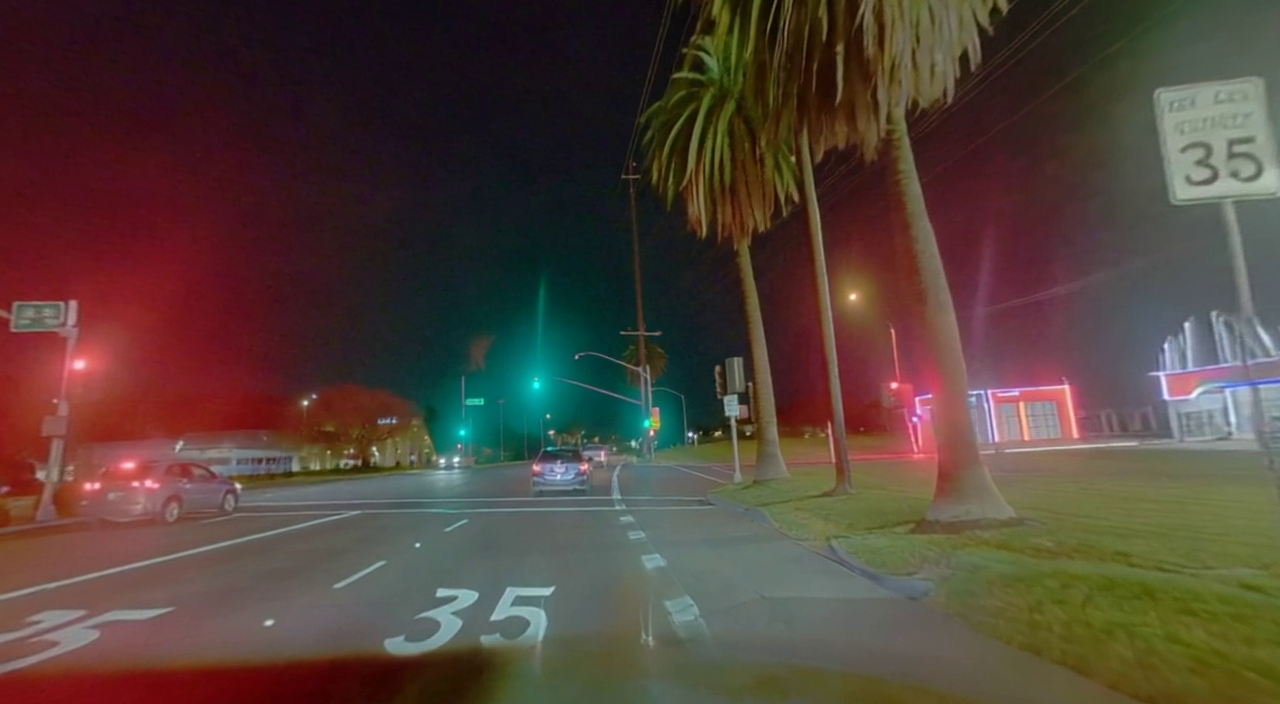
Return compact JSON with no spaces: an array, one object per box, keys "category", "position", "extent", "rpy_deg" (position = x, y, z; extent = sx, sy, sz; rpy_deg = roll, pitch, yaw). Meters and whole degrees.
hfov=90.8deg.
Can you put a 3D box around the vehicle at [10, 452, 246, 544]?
[{"category":"vehicle","position":[-12.147,3.415,15.570],"extent":[2.050,1.811,4.752],"rpy_deg":[0,-9,-4]}]

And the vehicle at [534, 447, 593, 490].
[{"category":"vehicle","position":[-2.867,4.457,24.614],"extent":[2.063,1.474,4.334],"rpy_deg":[0,-9,-4]}]
